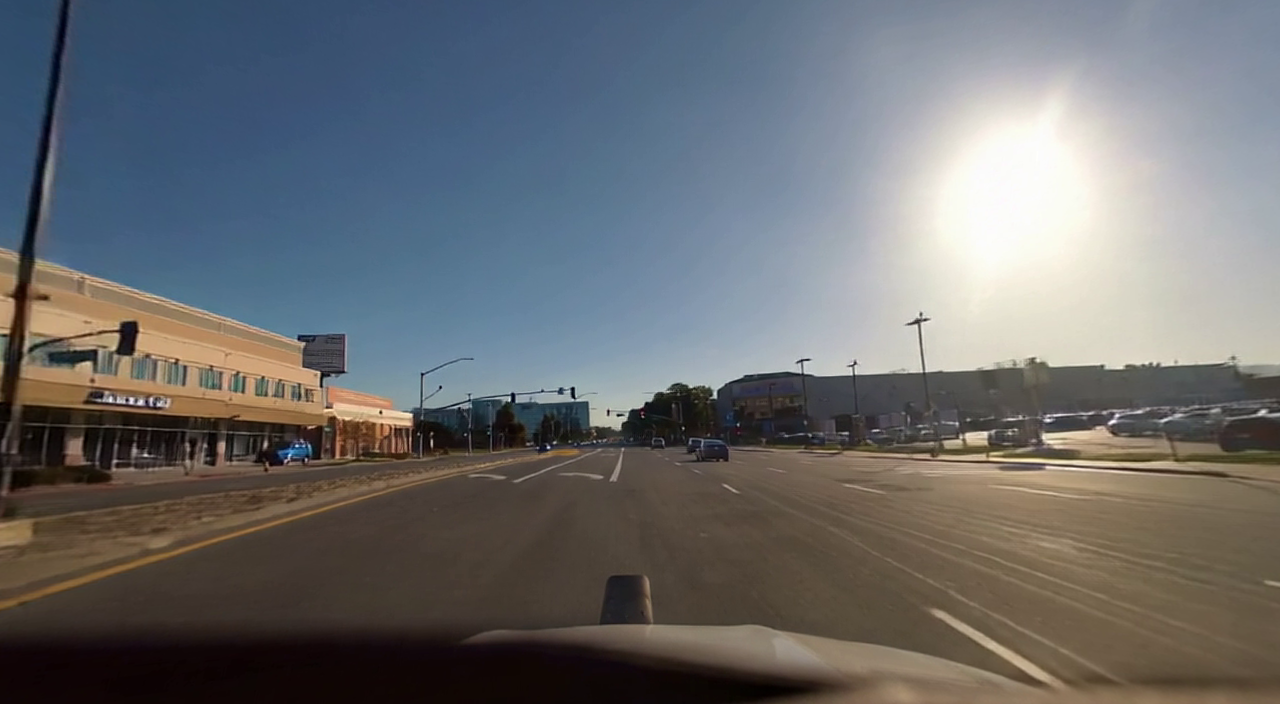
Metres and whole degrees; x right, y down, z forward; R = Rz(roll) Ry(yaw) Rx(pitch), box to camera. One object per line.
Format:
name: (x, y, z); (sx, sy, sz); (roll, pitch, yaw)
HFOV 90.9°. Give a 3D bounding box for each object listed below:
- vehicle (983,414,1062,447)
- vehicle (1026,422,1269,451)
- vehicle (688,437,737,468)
vehicle: (25.529, 5.347, 42.354); (2.340, 2.048, 6.148); (-2, -9, 10)
vehicle: (26.143, 4.581, 33.659); (2.870, 1.165, 10.713); (-1, -8, -11)
vehicle: (3.834, 5.373, 33.924); (2.038, 1.528, 4.259); (0, -8, -1)
